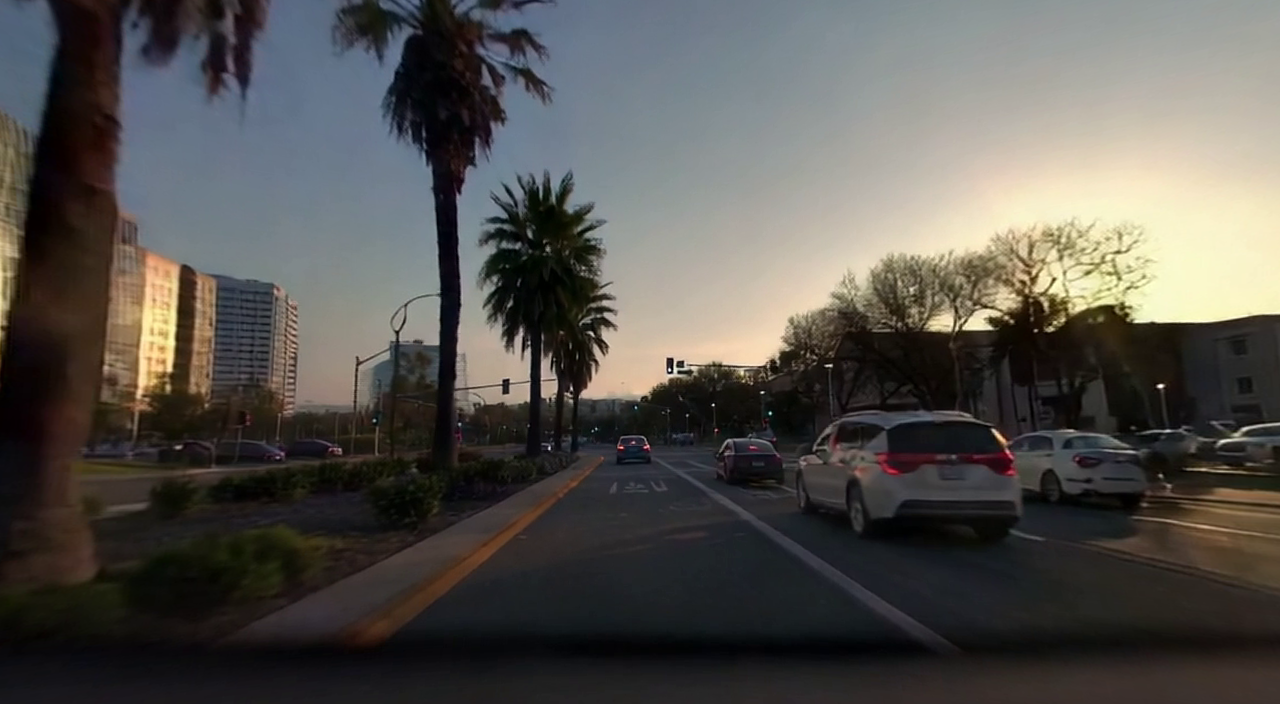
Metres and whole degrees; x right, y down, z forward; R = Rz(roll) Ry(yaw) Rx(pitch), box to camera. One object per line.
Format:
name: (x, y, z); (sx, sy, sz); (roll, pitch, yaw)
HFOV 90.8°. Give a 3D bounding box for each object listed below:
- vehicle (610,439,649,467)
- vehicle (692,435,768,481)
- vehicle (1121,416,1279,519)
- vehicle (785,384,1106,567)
vehicle: (-0.621, 5.743, 36.079); (2.115, 1.464, 4.205); (0, -9, -2)
vehicle: (3.221, 3.903, 23.512); (2.010, 1.509, 4.377); (0, -9, -2)
vehicle: (12.291, 2.169, 12.055); (2.059, 1.808, 5.098); (0, -9, -1)
vehicle: (3.764, 1.640, 9.060); (2.104, 1.910, 4.693); (0, -9, -2)
